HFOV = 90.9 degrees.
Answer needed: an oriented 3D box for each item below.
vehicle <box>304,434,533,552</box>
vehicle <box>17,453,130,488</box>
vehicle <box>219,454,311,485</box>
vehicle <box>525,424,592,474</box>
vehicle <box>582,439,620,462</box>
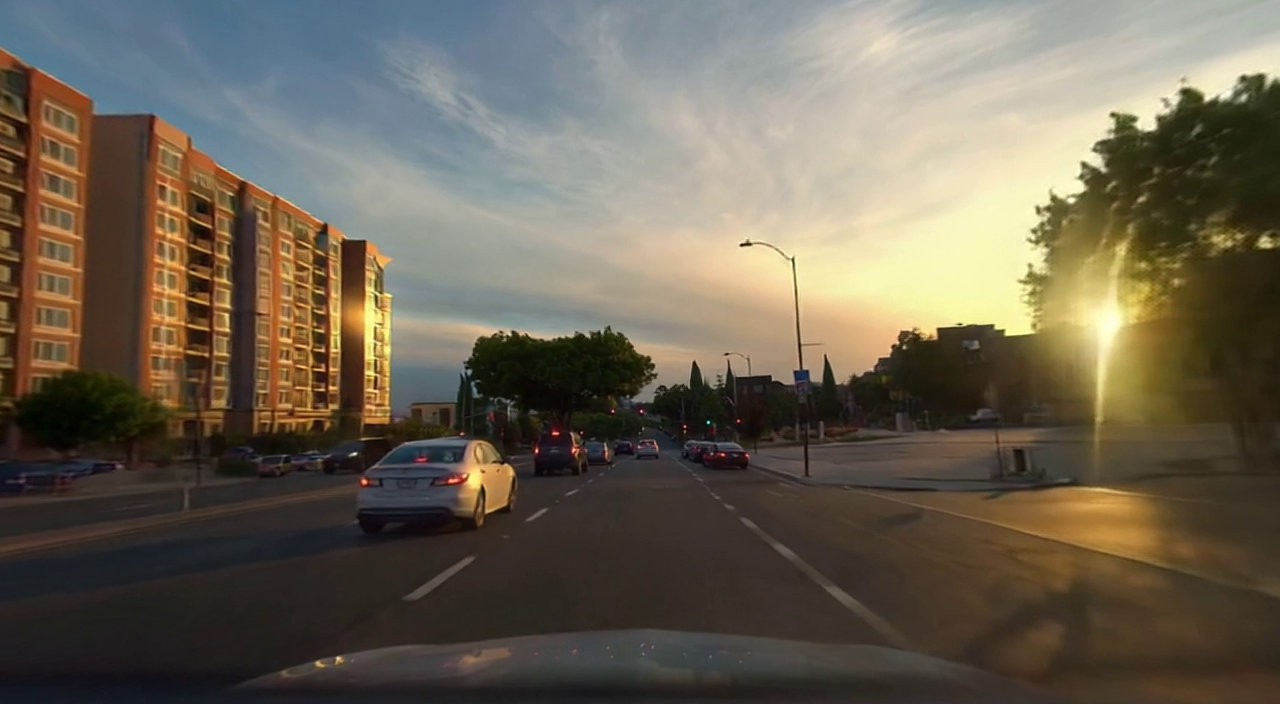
[{"bbox_3d":[-3.031,2.023,9.769,1.959,1.406,4.272,0,-9,1],"label":"vehicle"},{"bbox_3d":[-28.704,5.995,32.115,1.859,1.614,4.102,0,-9,1],"label":"vehicle"},{"bbox_3d":[-19.676,6.153,33.356,1.878,1.472,4.736,0,-9,1],"label":"vehicle"},{"bbox_3d":[-3.408,4.193,27.300,2.152,1.987,4.527,0,-9,1],"label":"vehicle"},{"bbox_3d":[-2.600,6.727,43.105,2.246,1.481,4.146,0,-9,1],"label":"vehicle"}]
